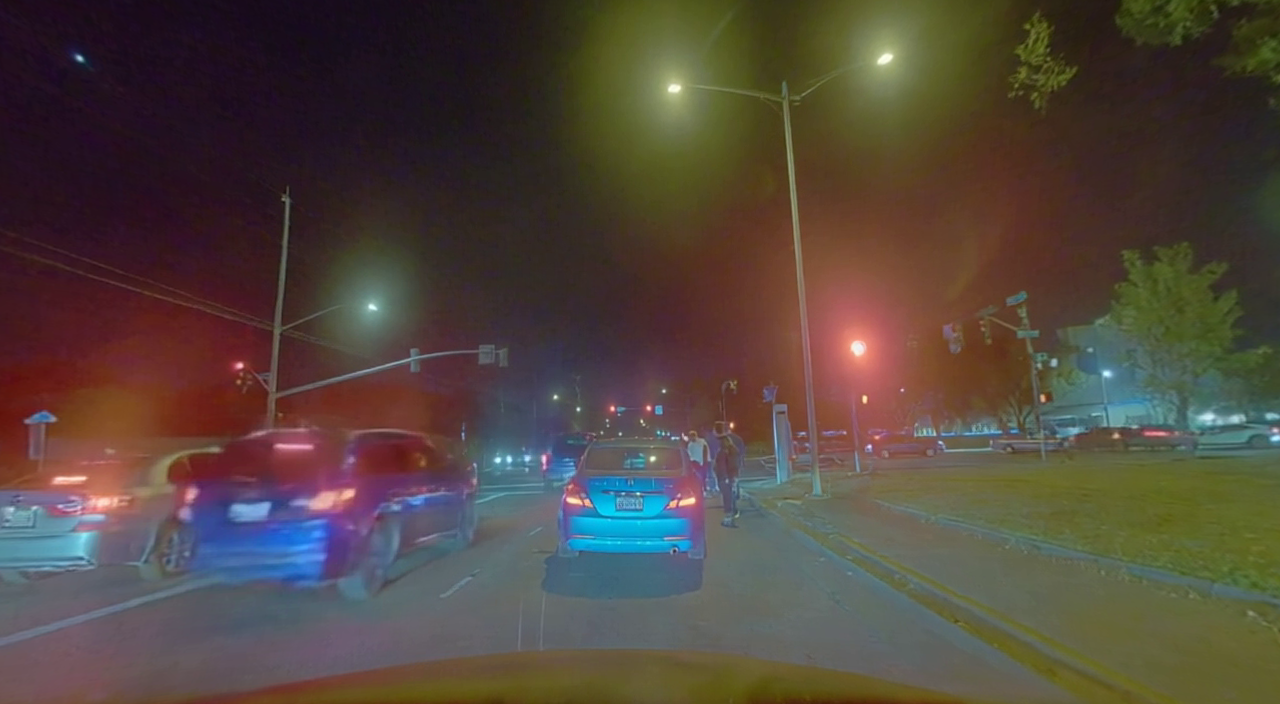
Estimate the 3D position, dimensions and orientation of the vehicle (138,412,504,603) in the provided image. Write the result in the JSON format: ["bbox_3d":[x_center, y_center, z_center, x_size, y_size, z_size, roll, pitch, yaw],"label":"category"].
[{"bbox_3d":[-3.330,1.718,7.910,2.040,1.660,4.609,0,-9,2],"label":"vehicle"}]

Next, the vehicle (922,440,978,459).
[{"bbox_3d":[24.586,7.724,49.785,3.662,1.442,1.787,-5,-10,32],"label":"vehicle"}]

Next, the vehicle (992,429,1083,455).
[{"bbox_3d":[23.806,5.436,37.741,4.454,1.440,1.816,-5,-10,30],"label":"vehicle"}]

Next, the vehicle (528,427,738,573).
[{"bbox_3d":[-0.057,1.861,8.685,2.182,1.501,4.150,0,-9,1],"label":"vehicle"}]

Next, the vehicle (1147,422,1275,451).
[{"bbox_3d":[30.539,4.588,33.788,4.739,1.472,1.804,-5,-10,29],"label":"vehicle"}]

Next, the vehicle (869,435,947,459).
[{"bbox_3d":[17.541,6.212,41.123,4.441,1.452,1.798,-5,-10,30],"label":"vehicle"}]

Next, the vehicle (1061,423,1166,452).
[{"bbox_3d":[28.998,5.314,38.668,4.814,1.700,1.895,-5,-10,29],"label":"vehicle"}]
